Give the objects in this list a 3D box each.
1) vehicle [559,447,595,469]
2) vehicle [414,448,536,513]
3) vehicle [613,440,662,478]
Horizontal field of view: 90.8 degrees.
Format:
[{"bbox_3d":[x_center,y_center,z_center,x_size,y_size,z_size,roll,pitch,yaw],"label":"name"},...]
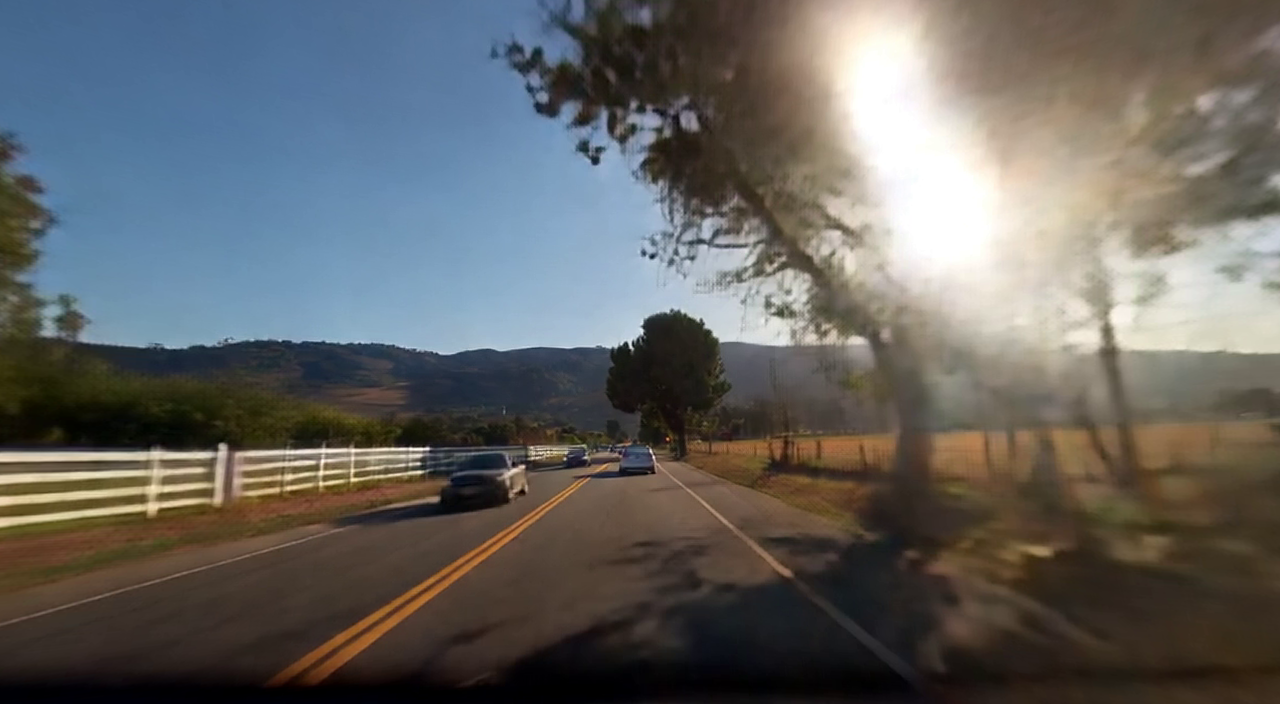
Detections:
[{"bbox_3d":[-4.551,7.690,46.133,2.107,1.534,4.752,0,-9,1],"label":"vehicle"},{"bbox_3d":[-4.234,3.335,17.030,2.092,1.490,4.422,0,-9,0],"label":"vehicle"},{"bbox_3d":[-0.123,5.061,30.086,2.158,1.669,4.006,0,-9,-1],"label":"vehicle"}]
